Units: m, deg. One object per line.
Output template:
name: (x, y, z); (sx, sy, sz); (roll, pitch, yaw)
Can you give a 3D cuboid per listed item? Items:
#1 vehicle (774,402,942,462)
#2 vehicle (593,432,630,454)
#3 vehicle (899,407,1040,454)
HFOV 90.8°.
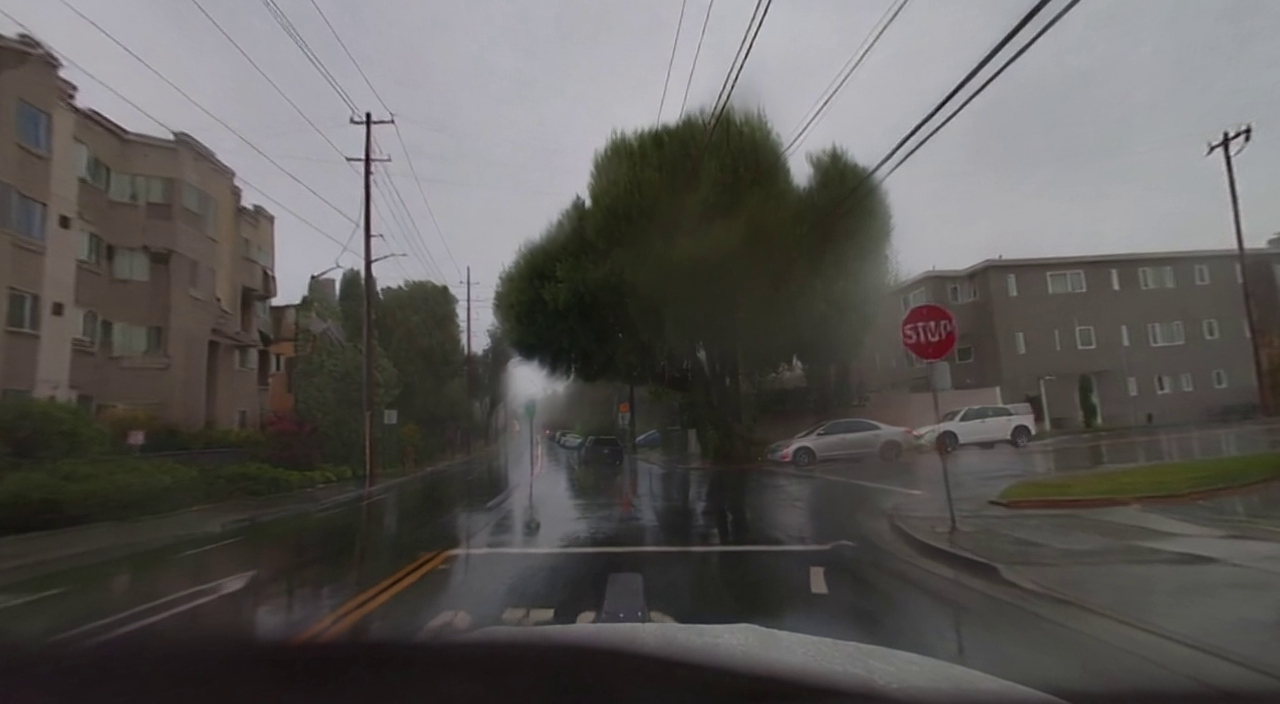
vehicle: (7.158, 2.726, 21.217); (4.790, 1.872, 2.155); (0, -10, 1)
vehicle: (-2.055, 6.348, 43.976); (1.918, 1.475, 4.060); (1, -9, -12)
vehicle: (13.453, 3.241, 25.900); (4.830, 1.490, 1.878); (-2, -10, -11)
